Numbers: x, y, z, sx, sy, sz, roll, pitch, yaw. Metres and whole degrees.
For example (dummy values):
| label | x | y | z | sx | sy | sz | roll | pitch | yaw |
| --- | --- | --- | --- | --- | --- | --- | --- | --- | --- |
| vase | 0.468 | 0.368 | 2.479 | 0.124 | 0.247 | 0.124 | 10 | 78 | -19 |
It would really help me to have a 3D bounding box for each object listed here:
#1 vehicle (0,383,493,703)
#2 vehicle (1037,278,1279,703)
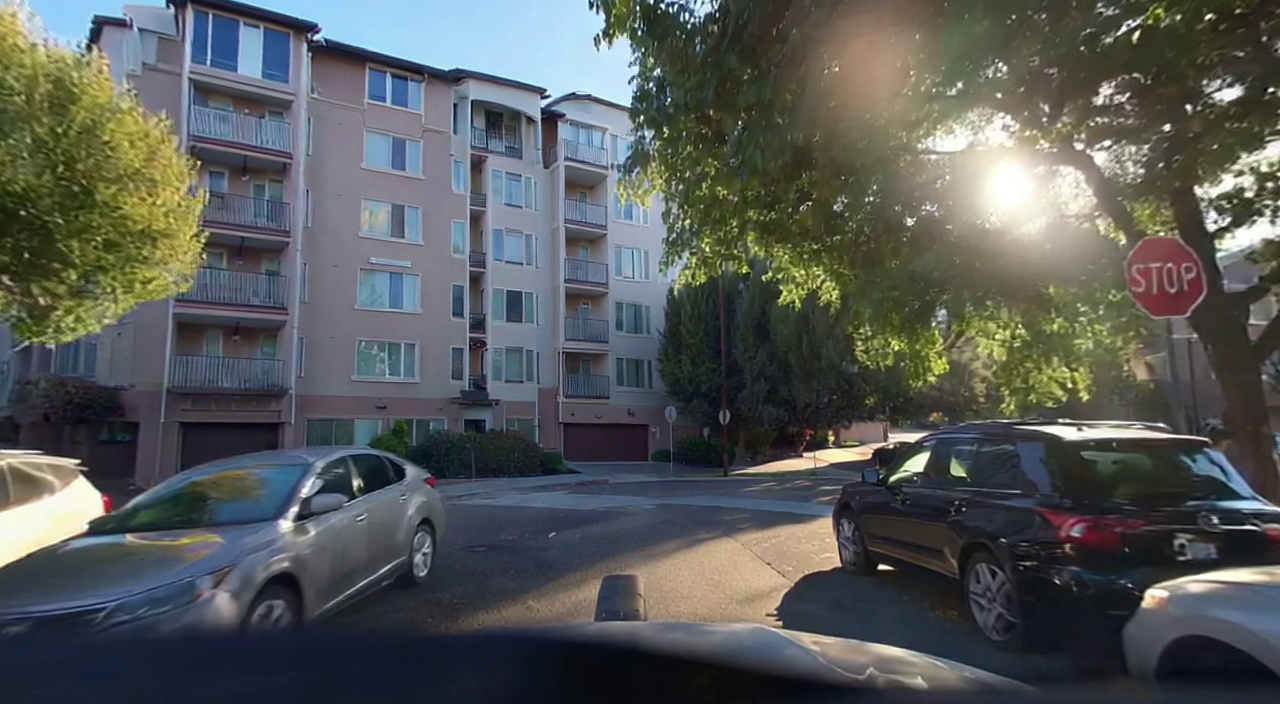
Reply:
| label | x | y | z | sx | sy | sz | roll | pitch | yaw |
| --- | --- | --- | --- | --- | --- | --- | --- | --- | --- |
| vehicle | -2.785 | 1.204 | 4.249 | 2.210 | 1.516 | 4.804 | 0 | -8 | 3 |
| vehicle | 2.963 | 0.459 | 0.249 | 2.034 | 1.800 | 5.178 | 0 | -8 | -3 |
